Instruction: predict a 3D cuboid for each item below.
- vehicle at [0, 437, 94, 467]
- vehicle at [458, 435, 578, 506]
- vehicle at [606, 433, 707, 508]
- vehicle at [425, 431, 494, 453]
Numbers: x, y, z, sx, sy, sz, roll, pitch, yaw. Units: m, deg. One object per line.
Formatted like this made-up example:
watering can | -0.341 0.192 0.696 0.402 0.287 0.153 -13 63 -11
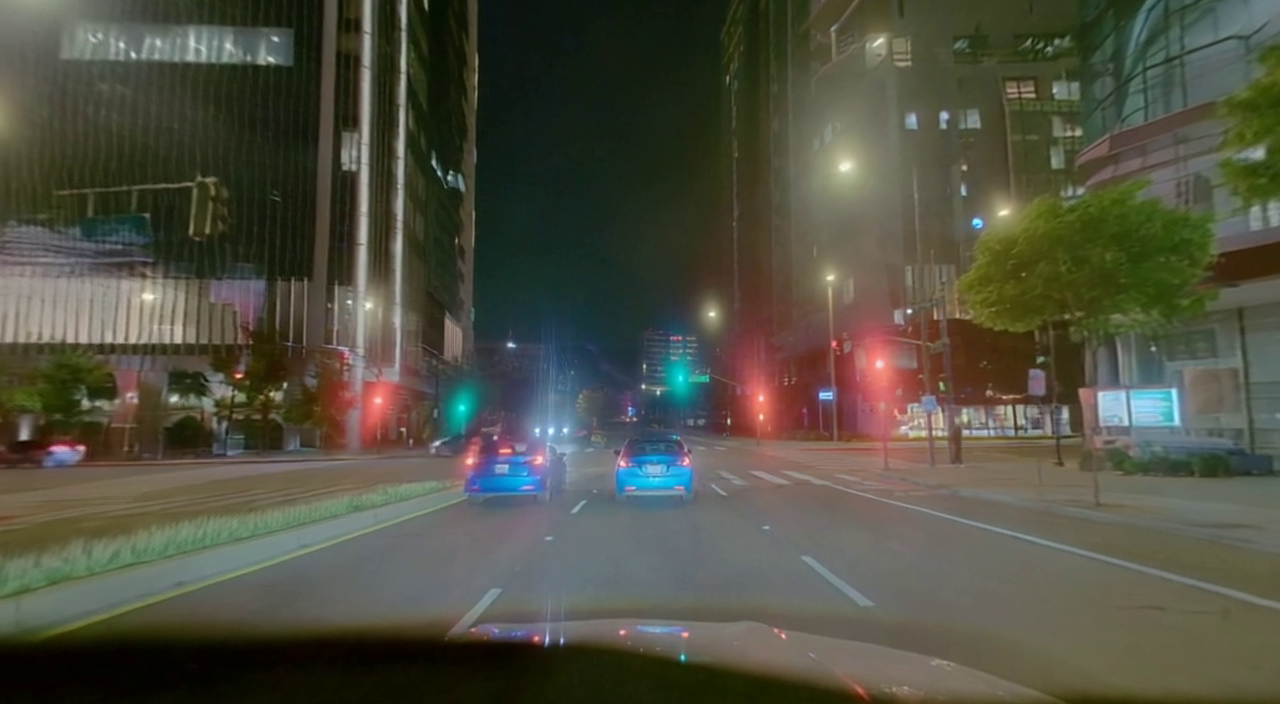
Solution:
vehicle | -34.749 5.738 36.249 4.694 1.677 1.847 2 -9 -14
vehicle | -2.816 2.859 15.716 1.995 1.479 4.627 0 -8 1
vehicle | 0.315 2.664 14.606 2.016 1.478 3.795 0 -8 0
vehicle | -12.692 6.394 44.706 4.533 1.520 1.887 2 -9 -11
